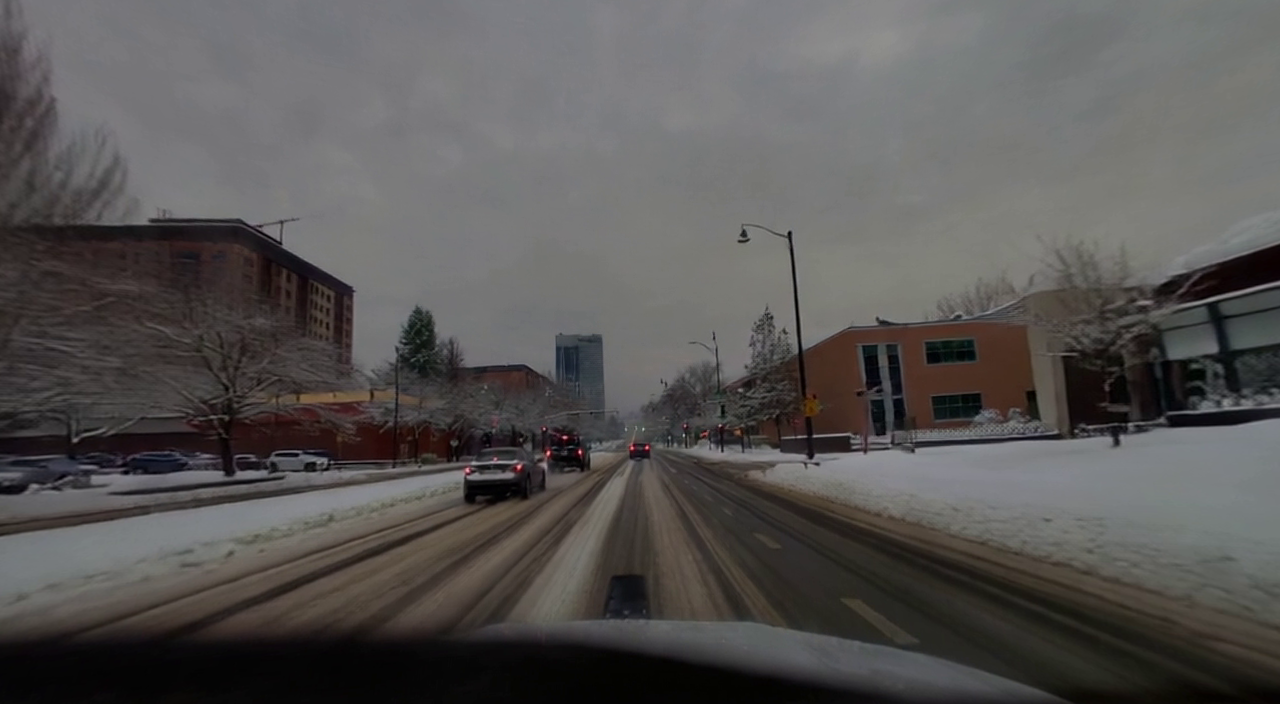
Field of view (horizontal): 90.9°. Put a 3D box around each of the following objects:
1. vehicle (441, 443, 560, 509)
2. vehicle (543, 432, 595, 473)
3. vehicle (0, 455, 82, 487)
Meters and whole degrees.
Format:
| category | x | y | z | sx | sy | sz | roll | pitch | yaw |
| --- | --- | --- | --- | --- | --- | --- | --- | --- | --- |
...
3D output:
| category | x | y | z | sx | sy | sz | roll | pitch | yaw |
| --- | --- | --- | --- | --- | --- | --- | --- | --- | --- |
| vehicle | -3.269 | 3.010 | 15.735 | 1.959 | 1.406 | 4.272 | 0 | -9 | 1 |
| vehicle | -3.667 | 5.300 | 33.225 | 2.152 | 1.987 | 4.527 | 0 | -9 | 1 |
| vehicle | -37.284 | 7.236 | 38.397 | 4.402 | 1.868 | 2.071 | 1 | -9 | -4 |
